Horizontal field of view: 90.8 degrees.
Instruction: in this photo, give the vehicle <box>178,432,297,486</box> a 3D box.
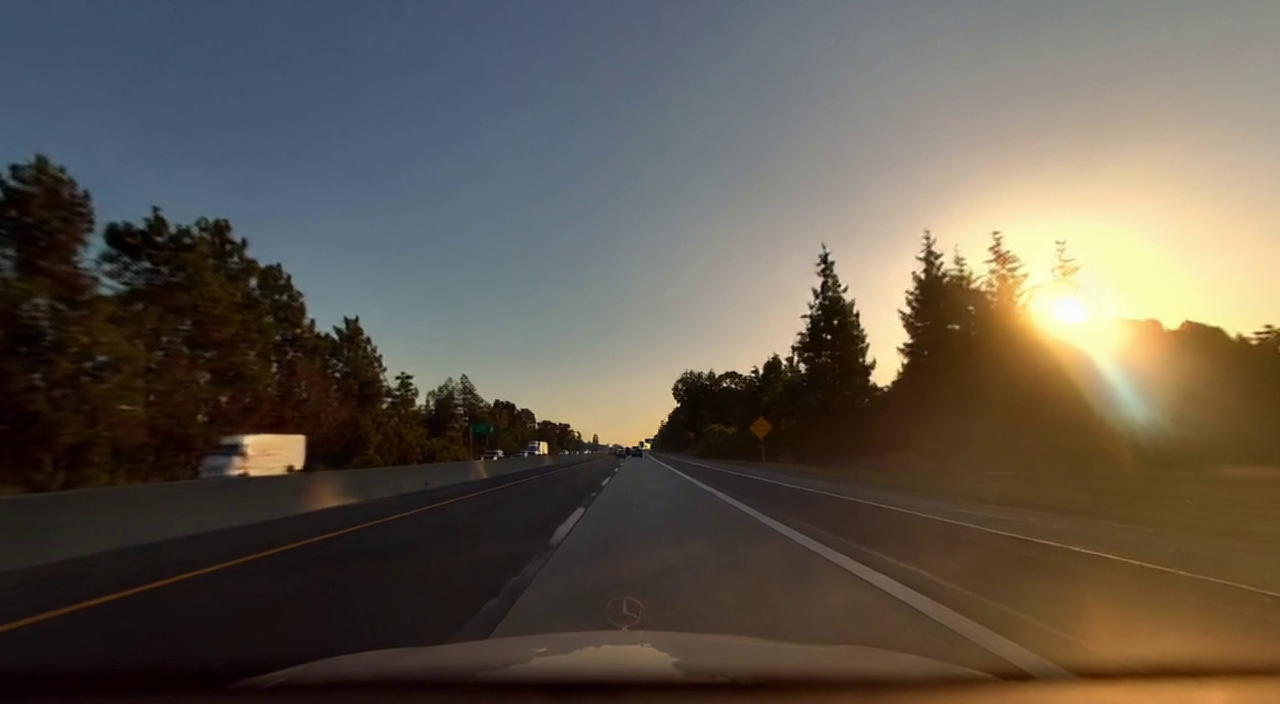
[{"bbox_3d":[-20.982,5.586,33.297,2.382,2.549,5.609,0,-9,1],"label":"vehicle"}]
